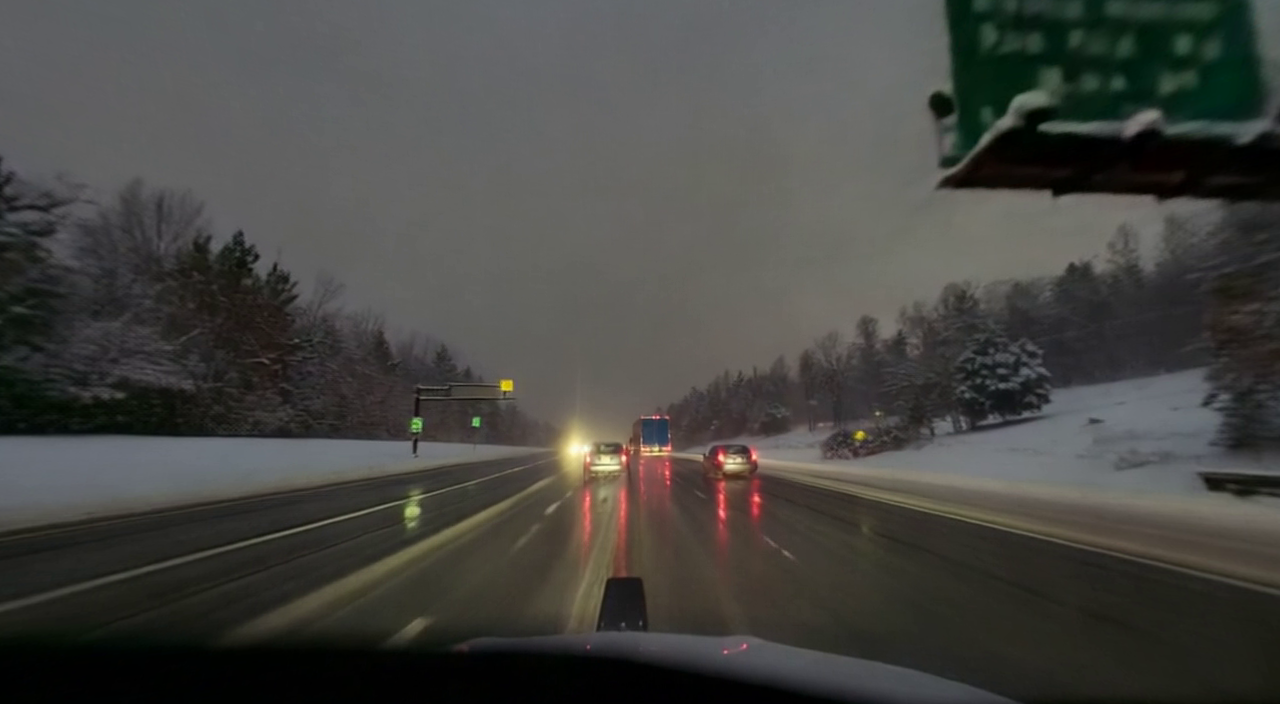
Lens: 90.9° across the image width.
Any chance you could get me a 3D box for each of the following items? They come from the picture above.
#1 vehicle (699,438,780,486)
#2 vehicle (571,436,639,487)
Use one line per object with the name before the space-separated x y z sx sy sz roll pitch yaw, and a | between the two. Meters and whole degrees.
vehicle | 3.348 3.797 22.110 1.971 1.472 4.301 0 -9 -2
vehicle | -1.063 3.591 20.975 2.020 1.516 3.951 0 -9 0
